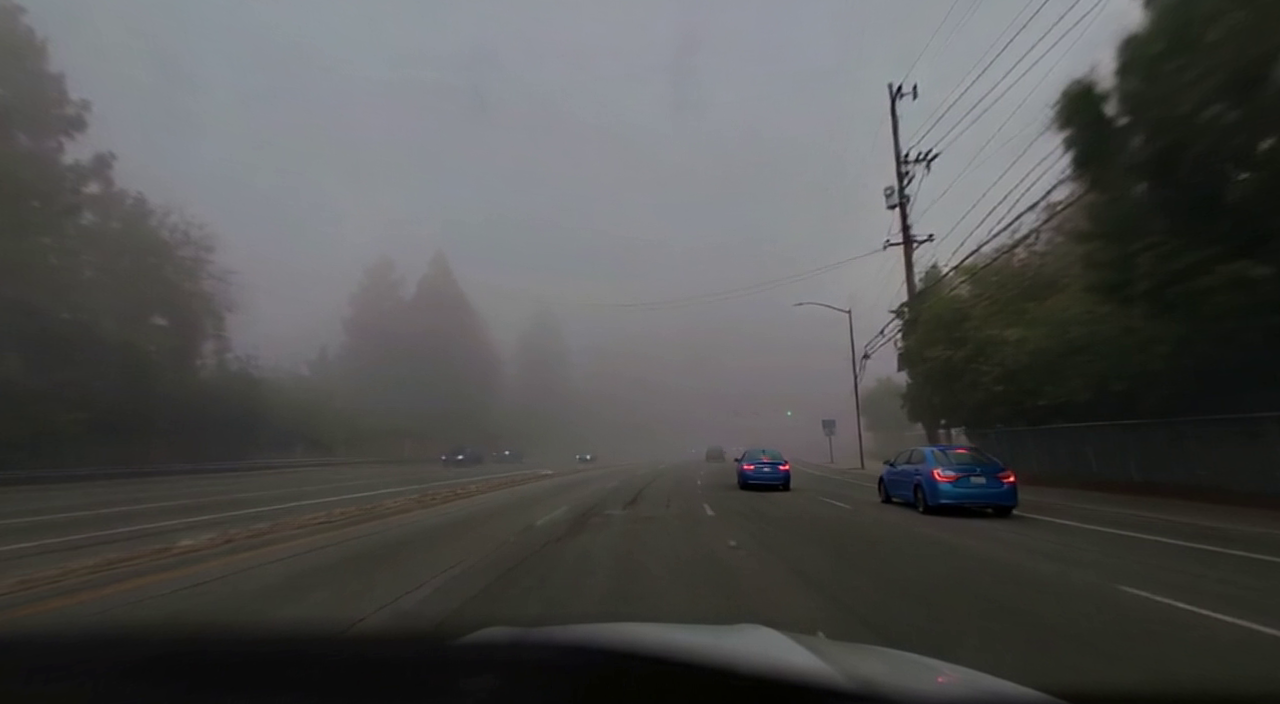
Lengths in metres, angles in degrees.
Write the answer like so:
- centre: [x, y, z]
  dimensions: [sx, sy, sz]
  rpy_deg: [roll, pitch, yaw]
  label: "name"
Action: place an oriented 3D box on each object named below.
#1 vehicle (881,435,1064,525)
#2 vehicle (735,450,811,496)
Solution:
- centre: [7.627, 2.966, 15.132]
  dimensions: [2.029, 1.795, 4.371]
  rpy_deg: [0, -9, 1]
  label: "vehicle"
- centre: [4.634, 4.263, 22.663]
  dimensions: [2.035, 1.460, 4.392]
  rpy_deg: [-1, -9, 4]
  label: "vehicle"
